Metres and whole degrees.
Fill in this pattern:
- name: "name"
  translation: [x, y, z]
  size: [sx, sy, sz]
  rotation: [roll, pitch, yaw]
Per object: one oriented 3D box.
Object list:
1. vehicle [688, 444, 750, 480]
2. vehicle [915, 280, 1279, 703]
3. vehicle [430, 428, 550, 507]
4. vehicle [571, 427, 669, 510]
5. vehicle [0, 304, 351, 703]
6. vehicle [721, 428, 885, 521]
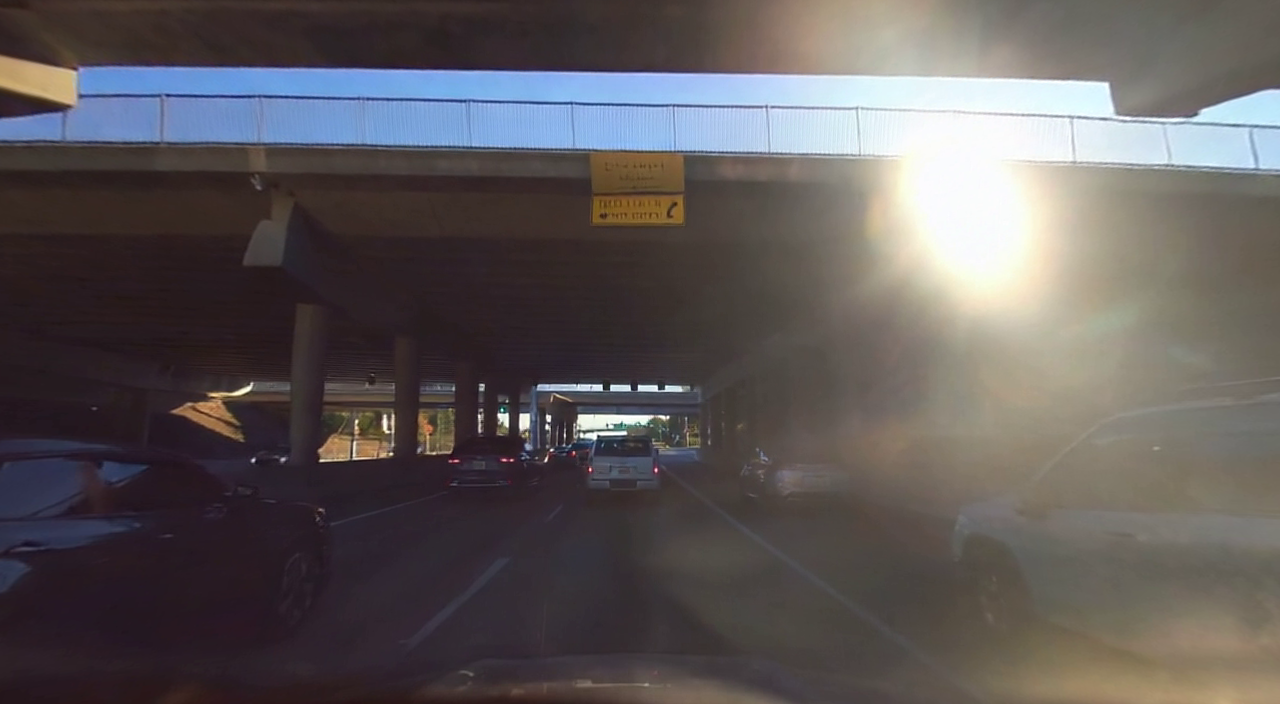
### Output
- name: "vehicle"
  translation: [3.382, 4.774, 27.650]
  size: [2.026, 1.457, 3.969]
  rotation: [0, -8, -3]
- name: "vehicle"
  translation: [3.710, 0.836, 3.289]
  size: [2.401, 1.968, 4.841]
  rotation: [0, -8, 1]
- name: "vehicle"
  translation: [-3.616, 2.859, 16.046]
  size: [2.127, 1.720, 4.064]
  rotation: [0, -8, -2]
- name: "vehicle"
  translation: [-0.481, 2.773, 15.443]
  size: [2.097, 1.748, 3.794]
  rotation: [0, -8, -1]
- name: "vehicle"
  translation: [-3.461, 0.808, 2.887]
  size: [2.074, 1.814, 4.596]
  rotation: [0, -8, 0]
- name: "vehicle"
  translation: [3.412, 2.693, 14.550]
  size: [2.234, 1.720, 5.378]
  rotation: [0, -8, -1]
